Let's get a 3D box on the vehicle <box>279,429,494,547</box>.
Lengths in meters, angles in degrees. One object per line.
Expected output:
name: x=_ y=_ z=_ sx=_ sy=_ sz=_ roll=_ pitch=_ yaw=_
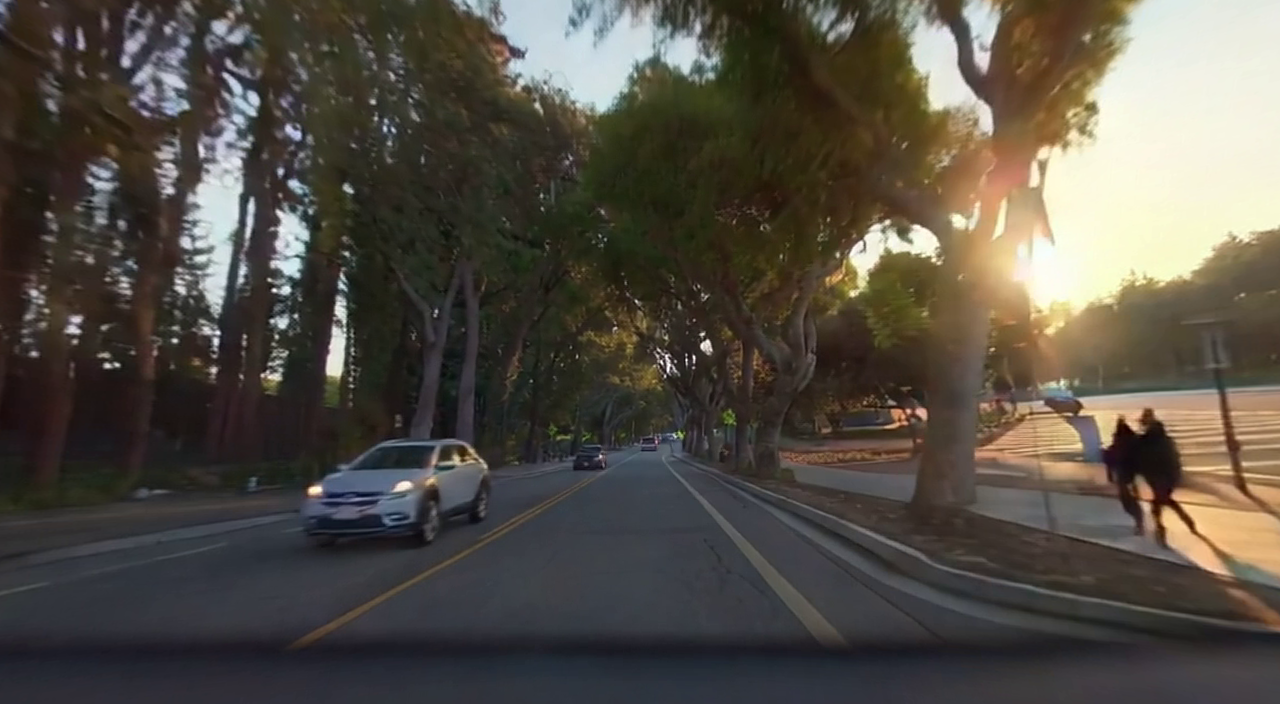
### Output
vehicle: x=-3.987 y=2.183 z=10.785 sx=1.898 sy=1.606 sz=3.927 roll=-1 pitch=-8 yaw=2

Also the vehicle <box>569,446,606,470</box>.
vehicle: x=-3.500 y=7.164 z=43.026 sx=1.967 sy=1.499 sz=4.287 roll=-1 pitch=-8 yaw=2
